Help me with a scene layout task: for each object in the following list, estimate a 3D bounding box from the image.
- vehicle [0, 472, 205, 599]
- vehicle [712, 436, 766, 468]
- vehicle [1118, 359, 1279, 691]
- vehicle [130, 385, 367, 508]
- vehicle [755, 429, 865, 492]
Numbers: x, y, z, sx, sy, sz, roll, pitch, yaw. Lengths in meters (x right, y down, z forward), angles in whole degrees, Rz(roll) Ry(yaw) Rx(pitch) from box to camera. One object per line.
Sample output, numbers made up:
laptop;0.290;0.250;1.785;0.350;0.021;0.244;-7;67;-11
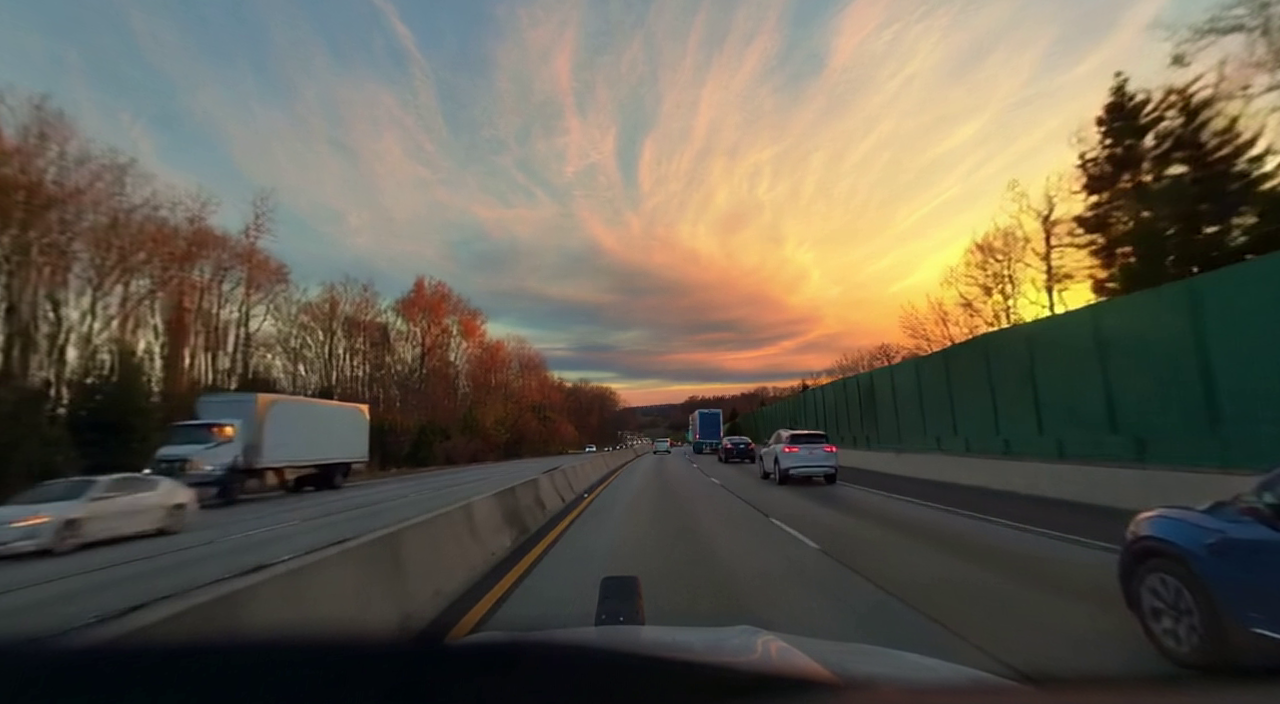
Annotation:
vehicle;-9.277;2.743;10.030;1.804;1.447;4.181;1;-8;-2
vehicle;4.950;5.069;32.084;2.000;1.473;4.440;0;-8;0
vehicle;4.350;0.722;2.037;2.110;1.684;4.390;0;-8;0
vehicle;-13.951;3.546;23.981;2.992;3.720;9.676;1;-8;-2
vehicle;4.609;2.988;17.738;1.940;1.539;4.005;0;-8;0
